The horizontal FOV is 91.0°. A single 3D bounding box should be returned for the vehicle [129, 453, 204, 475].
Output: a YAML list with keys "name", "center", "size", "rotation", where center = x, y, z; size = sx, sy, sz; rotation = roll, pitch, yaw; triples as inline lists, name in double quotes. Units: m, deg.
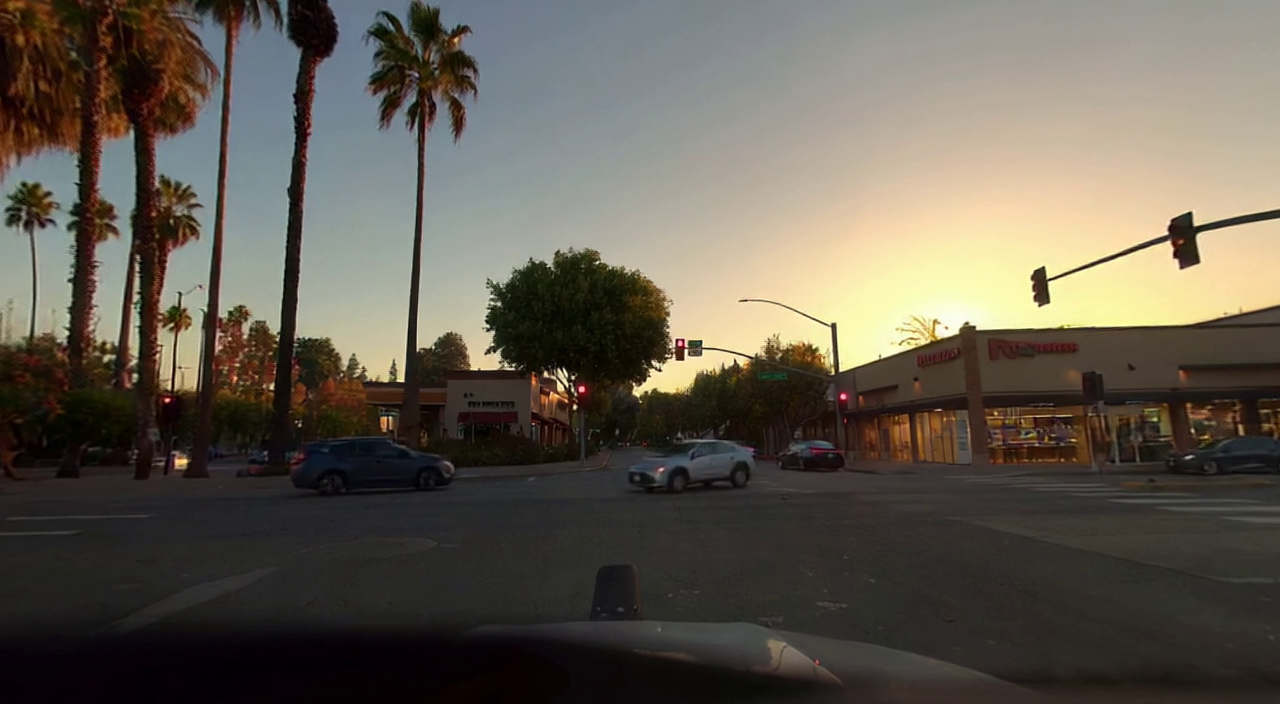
- name: "vehicle"
  center: [-37.196, 8.803, 49.600]
  size: [2.160, 1.565, 4.868]
  rotation: [0, -8, -1]

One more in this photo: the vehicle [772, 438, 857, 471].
- name: "vehicle"
  center: [8.936, 5.262, 32.539]
  size: [1.890, 1.572, 3.826]
  rotation: [6, -10, -36]

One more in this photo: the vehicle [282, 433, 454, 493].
- name: "vehicle"
  center: [-8.399, 3.378, 19.541]
  size: [4.603, 1.653, 1.999]
  rotation: [5, -10, -30]

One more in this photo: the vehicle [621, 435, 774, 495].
- name: "vehicle"
  center: [1.661, 3.172, 17.993]
  size: [4.035, 1.512, 1.828]
  rotation: [5, -10, -31]
